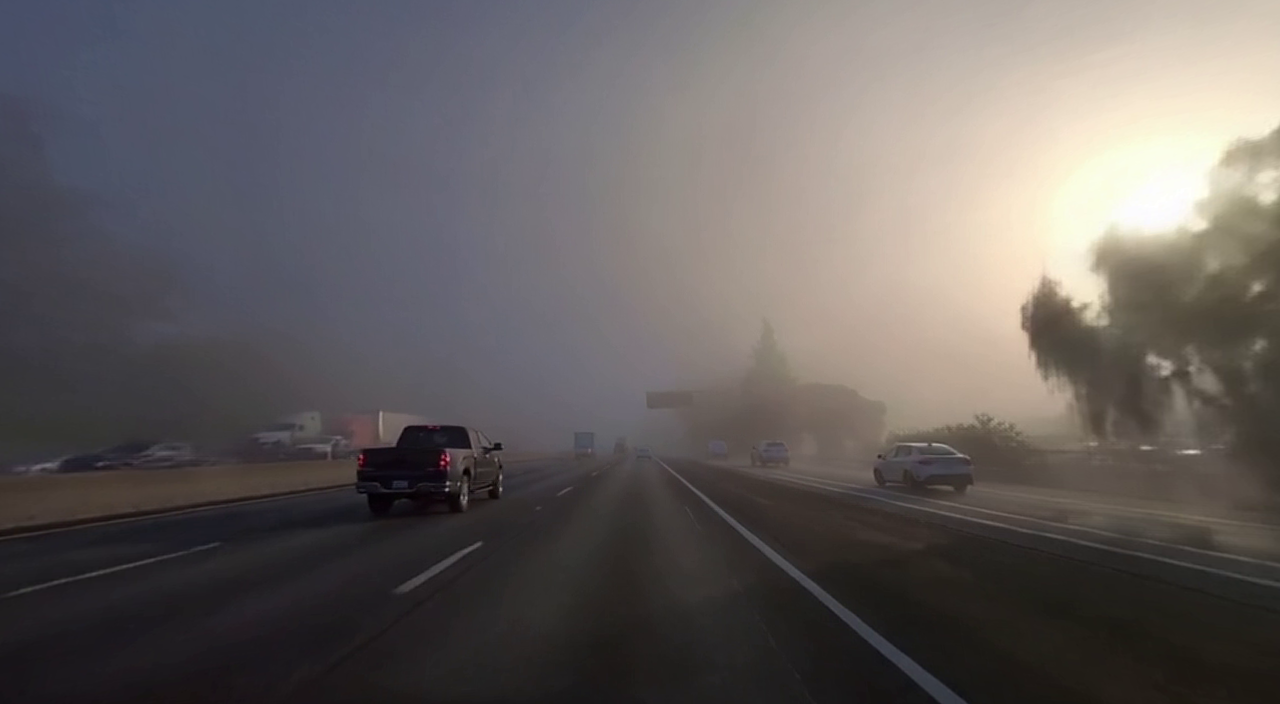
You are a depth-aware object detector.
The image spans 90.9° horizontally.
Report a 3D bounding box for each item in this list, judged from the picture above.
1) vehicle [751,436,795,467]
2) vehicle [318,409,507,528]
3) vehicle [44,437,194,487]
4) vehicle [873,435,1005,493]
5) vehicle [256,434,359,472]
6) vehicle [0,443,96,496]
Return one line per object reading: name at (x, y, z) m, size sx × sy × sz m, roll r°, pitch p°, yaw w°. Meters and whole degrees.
vehicle at (9.467, 7.097, 45.242) m, size 2.061 × 2.115 × 4.635 m, roll 0°, pitch -8°, yaw -1°
vehicle at (-4.208, 2.246, 12.717) m, size 1.994 × 1.911 × 4.819 m, roll 0°, pitch -8°, yaw 0°
vehicle at (-21.142, 4.454, 25.952) m, size 1.989 × 1.822 × 4.801 m, roll 0°, pitch -8°, yaw 1°
vehicle at (9.278, 3.492, 20.047) m, size 1.971 × 1.638 × 4.295 m, roll 0°, pitch -8°, yaw -1°
vehicle at (-20.892, 6.369, 40.158) m, size 2.736 × 2.171 × 6.889 m, roll 0°, pitch -8°, yaw 1°
vehicle at (-24.951, 4.638, 25.189) m, size 1.871 × 1.987 × 4.982 m, roll 0°, pitch -8°, yaw 0°
